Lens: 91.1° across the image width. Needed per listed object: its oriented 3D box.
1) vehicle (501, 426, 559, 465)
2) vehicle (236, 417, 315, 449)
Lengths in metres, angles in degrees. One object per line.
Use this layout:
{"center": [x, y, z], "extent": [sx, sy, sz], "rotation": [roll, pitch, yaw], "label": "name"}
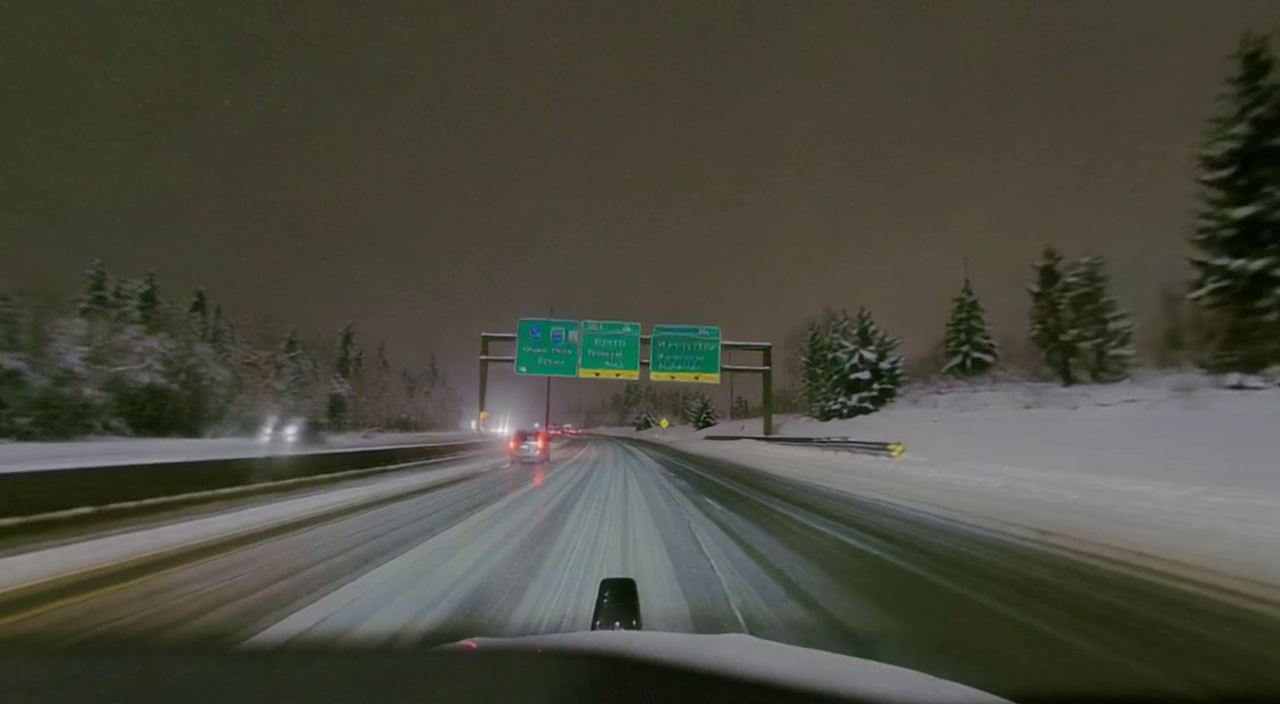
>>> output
{"center": [-4.634, 4.008, 27.122], "extent": [1.878, 1.548, 3.966], "rotation": [0, -8, -1], "label": "vehicle"}
{"center": [-21.475, 4.835, 37.295], "extent": [1.923, 1.737, 4.698], "rotation": [1, -8, -2], "label": "vehicle"}
